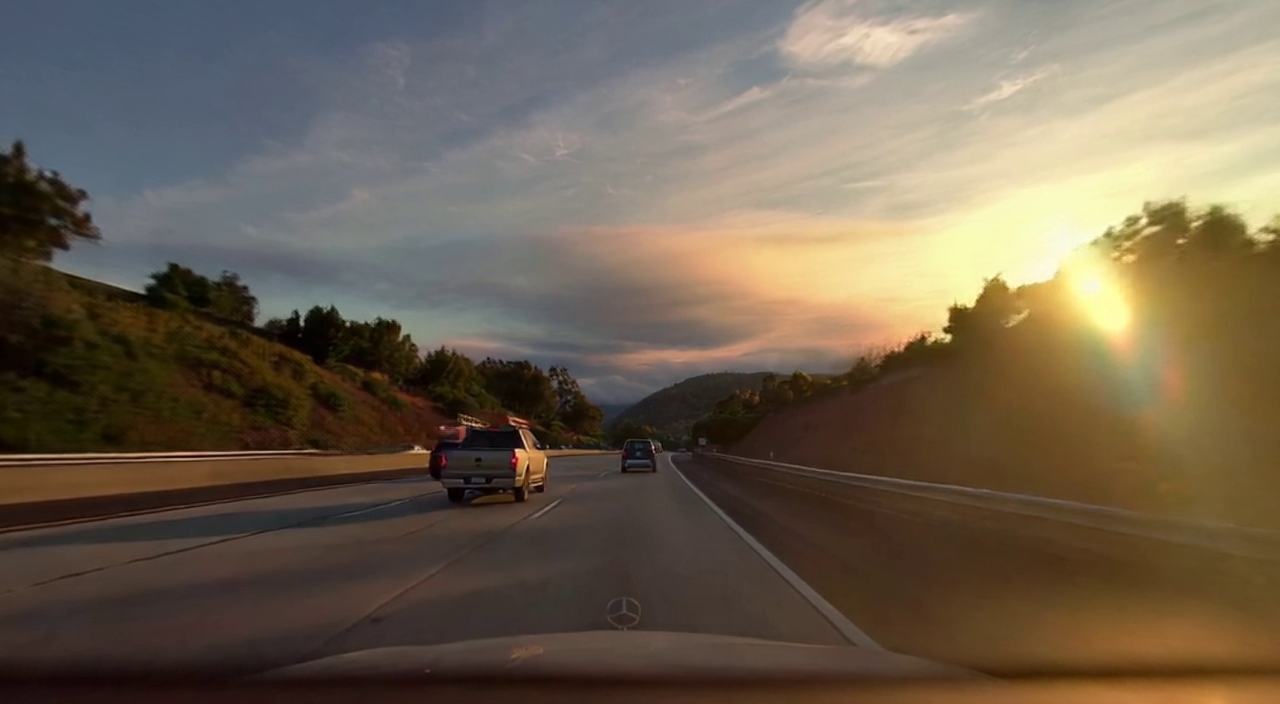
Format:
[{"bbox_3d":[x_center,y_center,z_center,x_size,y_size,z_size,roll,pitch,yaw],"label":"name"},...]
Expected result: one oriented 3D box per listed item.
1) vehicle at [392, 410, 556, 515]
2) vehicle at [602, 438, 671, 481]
[{"bbox_3d":[-3.445,2.443,14.312,2.250,1.947,4.860,0,-9,2],"label":"vehicle"},{"bbox_3d":[-0.099,4.623,27.475,2.715,1.669,5.163,0,-9,1],"label":"vehicle"}]
